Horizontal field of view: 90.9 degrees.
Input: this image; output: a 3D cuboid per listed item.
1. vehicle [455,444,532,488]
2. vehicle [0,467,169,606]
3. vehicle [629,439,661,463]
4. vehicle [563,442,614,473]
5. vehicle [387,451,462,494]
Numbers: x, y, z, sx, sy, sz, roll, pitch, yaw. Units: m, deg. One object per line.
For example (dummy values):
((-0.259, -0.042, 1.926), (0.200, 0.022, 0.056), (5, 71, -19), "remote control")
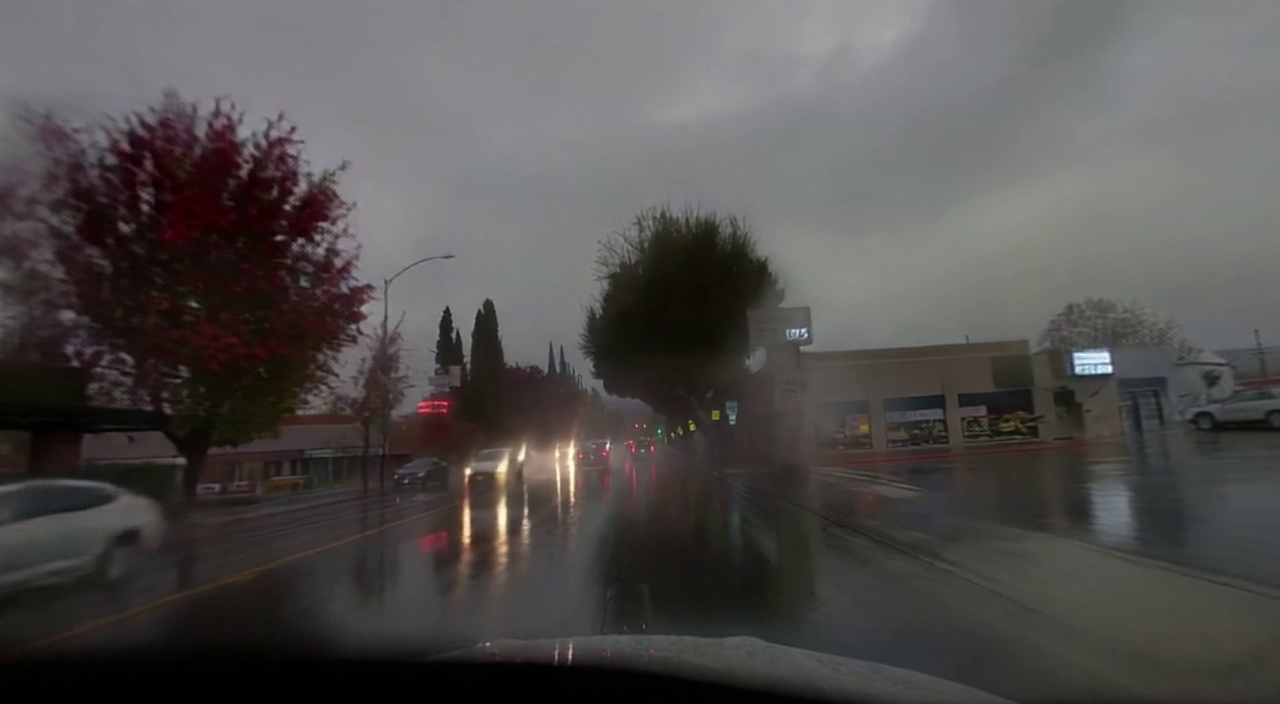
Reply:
((-5.797, 4.530, 25.438), (2.045, 1.619, 3.973), (0, -8, 1), "vehicle")
((-8.614, 2.317, 7.914), (1.952, 1.540, 4.413), (0, -8, 1), "vehicle")
((0.310, 6.552, 41.871), (2.020, 1.478, 3.922), (0, -8, -1), "vehicle")
((-2.457, 5.143, 31.030), (2.099, 1.424, 4.609), (0, -8, 0), "vehicle")
((-11.026, 6.150, 32.559), (1.978, 1.640, 4.695), (-9, -8, 1), "vehicle")
